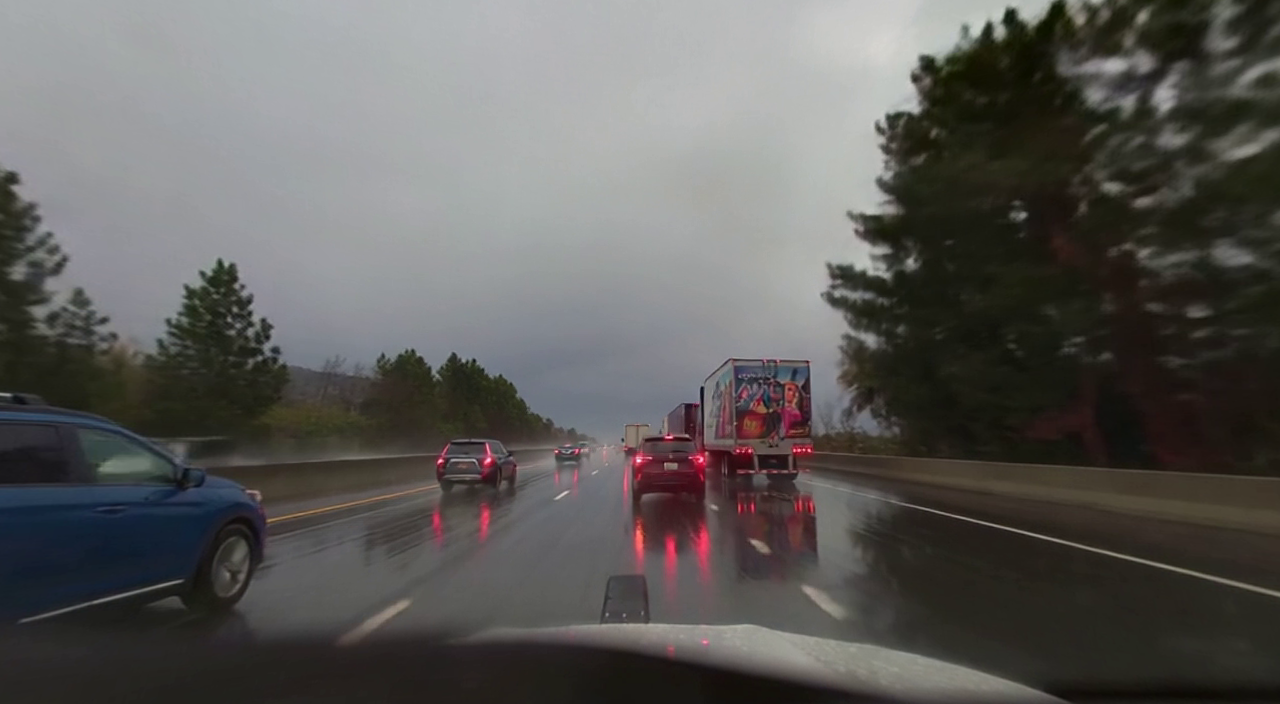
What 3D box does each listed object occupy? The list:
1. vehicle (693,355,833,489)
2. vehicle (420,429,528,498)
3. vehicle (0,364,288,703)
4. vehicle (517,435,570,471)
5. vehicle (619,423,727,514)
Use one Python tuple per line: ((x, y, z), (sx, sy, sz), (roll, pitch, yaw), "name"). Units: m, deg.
((4.336, 3.132, 26.280), (2.828, 4.081, 14.220), (0, -8, -1), "vehicle")
((-4.343, 2.954, 17.099), (1.905, 1.642, 3.803), (0, -8, 0), "vehicle")
((-4.075, 0.929, 3.221), (1.983, 1.666, 4.452), (0, -8, 0), "vehicle")
((-4.733, 5.034, 31.580), (2.014, 1.683, 4.275), (0, -8, 0), "vehicle")
((0.601, 2.428, 13.549), (2.017, 1.662, 3.543), (0, -8, 0), "vehicle")
